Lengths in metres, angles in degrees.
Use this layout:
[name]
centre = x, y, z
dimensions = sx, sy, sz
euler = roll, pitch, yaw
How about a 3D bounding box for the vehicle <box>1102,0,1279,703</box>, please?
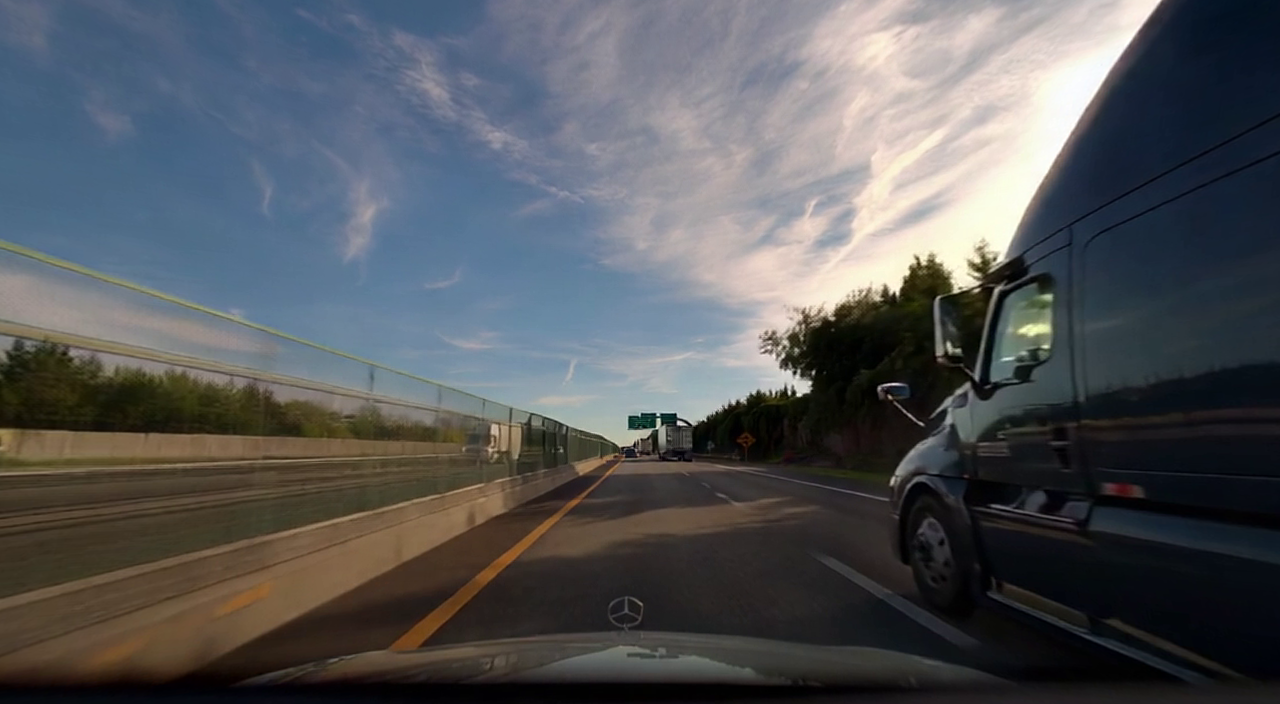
[vehicle]
centre = 4.182, -0.512, 0.384
dimensions = 3.035, 3.966, 6.026
euler = 0, -9, 0
